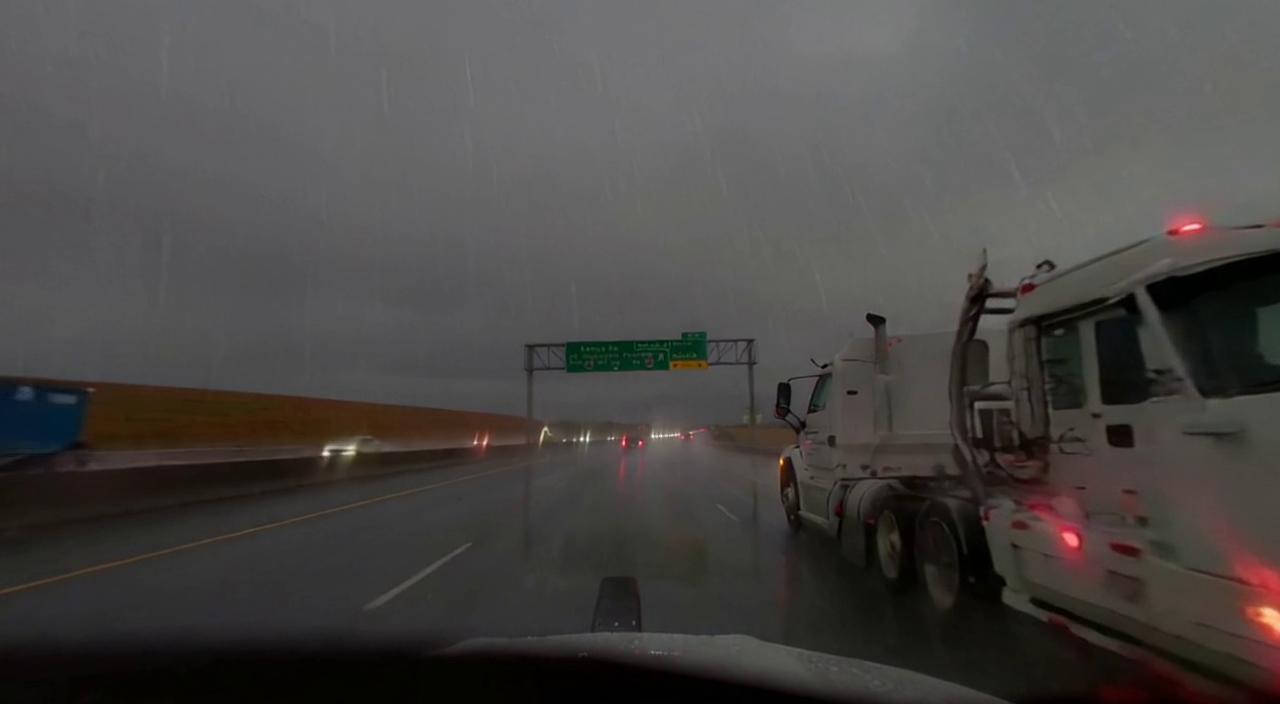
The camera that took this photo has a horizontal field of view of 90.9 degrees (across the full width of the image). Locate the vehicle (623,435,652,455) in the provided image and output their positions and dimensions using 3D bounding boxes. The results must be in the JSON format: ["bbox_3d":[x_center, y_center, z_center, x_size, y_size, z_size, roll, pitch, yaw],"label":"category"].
[{"bbox_3d":[-0.178,7.214,48.874,2.140,1.475,3.969,0,-8,0],"label":"vehicle"}]

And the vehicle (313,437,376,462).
[{"bbox_3d":[-18.656,6.149,40.013,1.885,1.505,4.271,0,-8,1],"label":"vehicle"}]

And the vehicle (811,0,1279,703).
[{"bbox_3d":[3.760,-0.640,0.345,2.976,4.077,14.571,0,-8,-1],"label":"vehicle"}]
